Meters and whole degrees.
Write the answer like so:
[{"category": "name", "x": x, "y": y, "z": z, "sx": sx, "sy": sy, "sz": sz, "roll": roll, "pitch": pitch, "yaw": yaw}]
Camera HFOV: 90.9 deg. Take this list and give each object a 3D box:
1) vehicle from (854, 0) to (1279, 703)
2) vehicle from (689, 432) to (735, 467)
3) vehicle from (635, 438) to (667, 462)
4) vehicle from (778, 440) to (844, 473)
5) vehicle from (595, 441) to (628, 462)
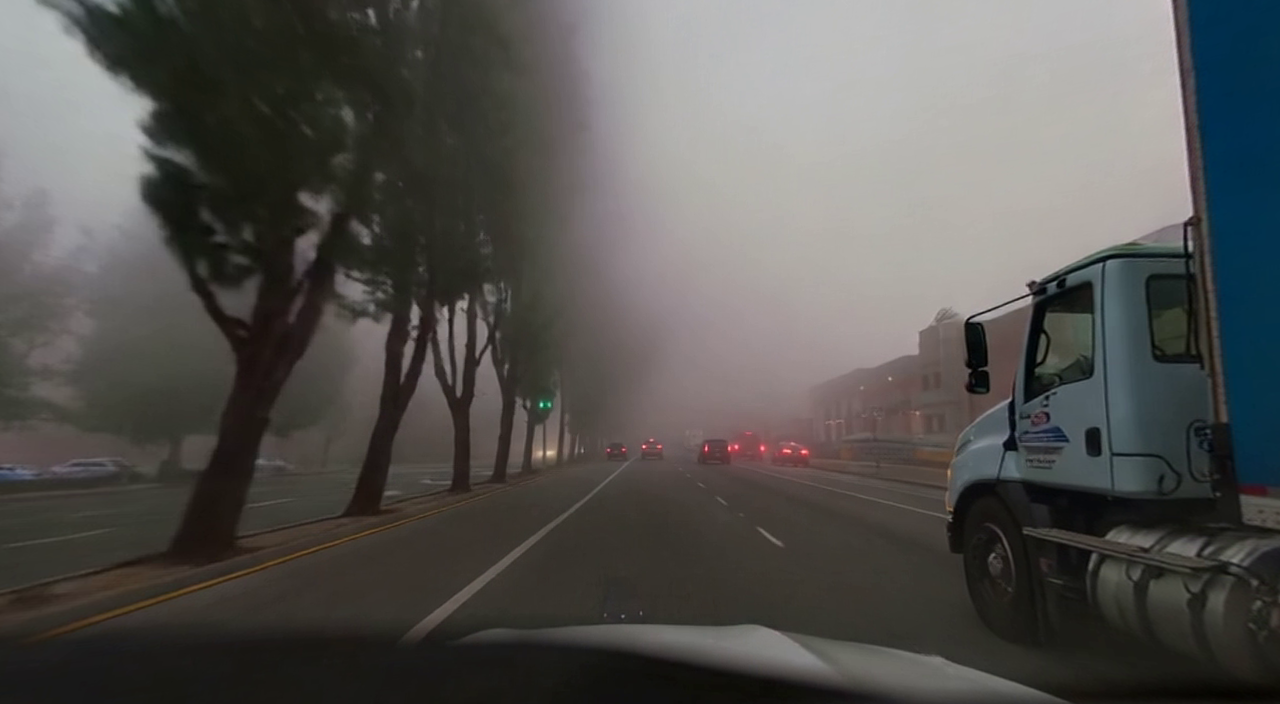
[{"category": "vehicle", "x": 3.610, "y": -0.274, "z": 2.280, "sx": 3.006, "sy": 3.679, "sz": 8.506, "roll": -1, "pitch": -8, "yaw": 3}, {"category": "vehicle", "x": 4.220, "y": 5.800, "z": 37.639, "sx": 2.196, "sy": 1.908, "sz": 4.412, "roll": -1, "pitch": -8, "yaw": 0}, {"category": "vehicle", "x": 0.825, "y": 7.272, "z": 46.890, "sx": 2.276, "sy": 1.704, "sz": 3.925, "roll": -1, "pitch": -8, "yaw": 2}, {"category": "vehicle", "x": 8.326, "y": 5.115, "z": 31.085, "sx": 2.006, "sy": 1.484, "sz": 4.289, "roll": -1, "pitch": -8, "yaw": 0}, {"category": "vehicle", "x": -2.233, "y": 7.870, "z": 49.877, "sx": 2.211, "sy": 1.537, "sz": 4.666, "roll": -1, "pitch": -8, "yaw": 2}]
